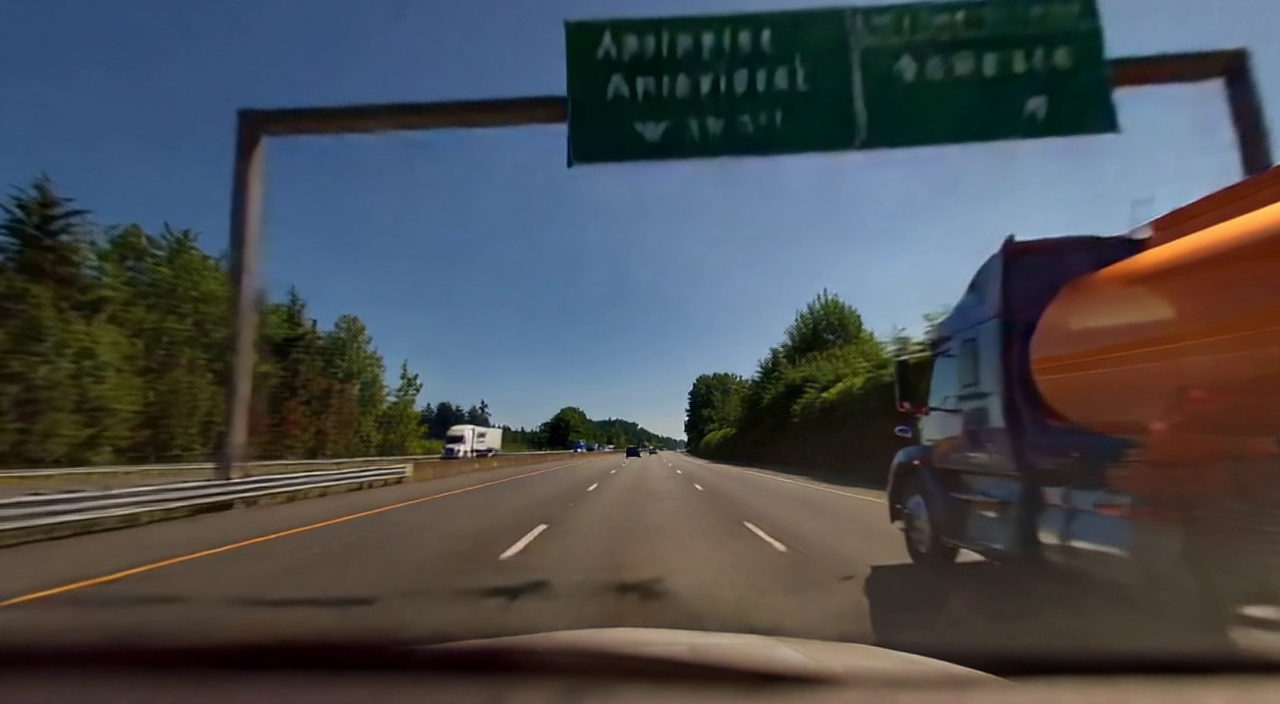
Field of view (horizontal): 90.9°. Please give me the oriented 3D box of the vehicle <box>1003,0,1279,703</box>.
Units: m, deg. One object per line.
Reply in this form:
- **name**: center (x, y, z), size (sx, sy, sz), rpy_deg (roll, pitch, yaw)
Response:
- **vehicle**: center (4.394, -0.370, 1.834), size (2.976, 3.871, 5.853), rpy_deg (0, -9, 0)
